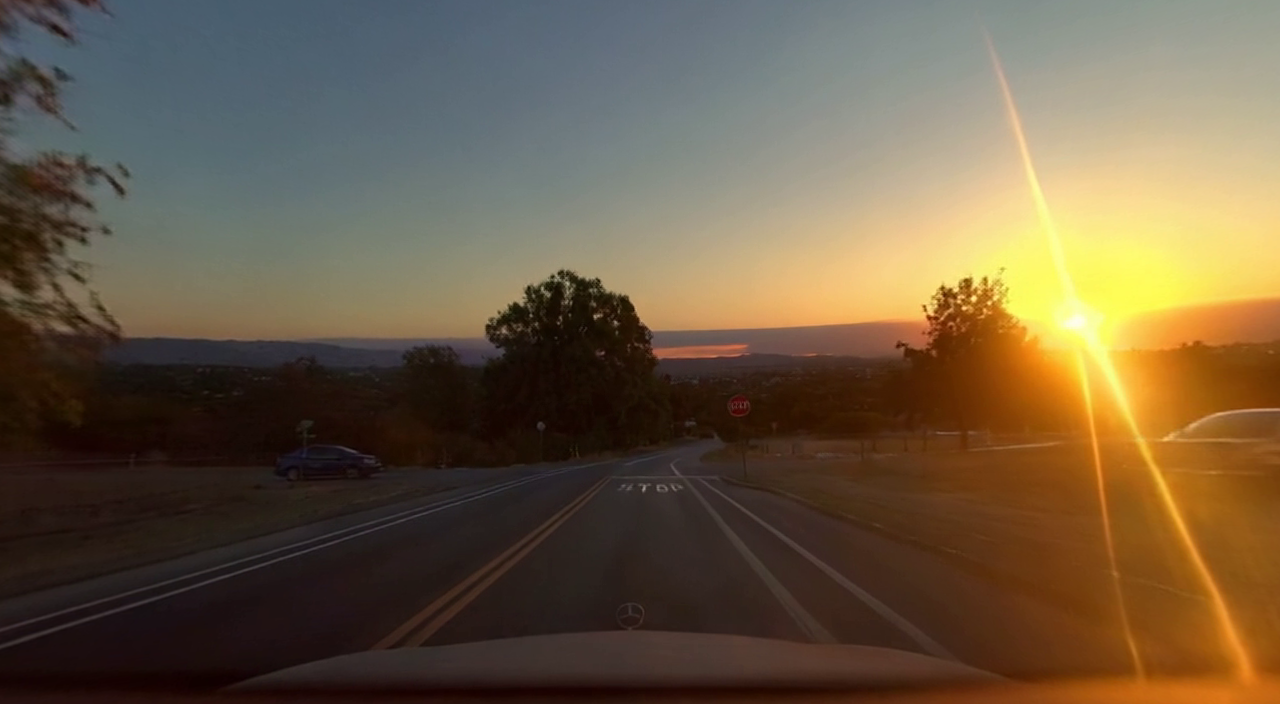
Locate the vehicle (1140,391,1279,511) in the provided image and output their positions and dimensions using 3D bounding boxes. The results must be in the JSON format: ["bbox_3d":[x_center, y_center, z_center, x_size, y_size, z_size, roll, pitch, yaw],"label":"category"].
[{"bbox_3d":[11.187,1.706,11.030,4.013,1.786,1.987,3,-9,-23],"label":"vehicle"}]

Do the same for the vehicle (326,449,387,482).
[{"bbox_3d":[-14.546,5.808,32.536,1.739,1.539,3.548,0,-8,-5],"label":"vehicle"}]

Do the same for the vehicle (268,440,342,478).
[{"bbox_3d":[-17.729,5.714,33.594,1.849,1.831,3.980,-1,-10,-2],"label":"vehicle"}]
